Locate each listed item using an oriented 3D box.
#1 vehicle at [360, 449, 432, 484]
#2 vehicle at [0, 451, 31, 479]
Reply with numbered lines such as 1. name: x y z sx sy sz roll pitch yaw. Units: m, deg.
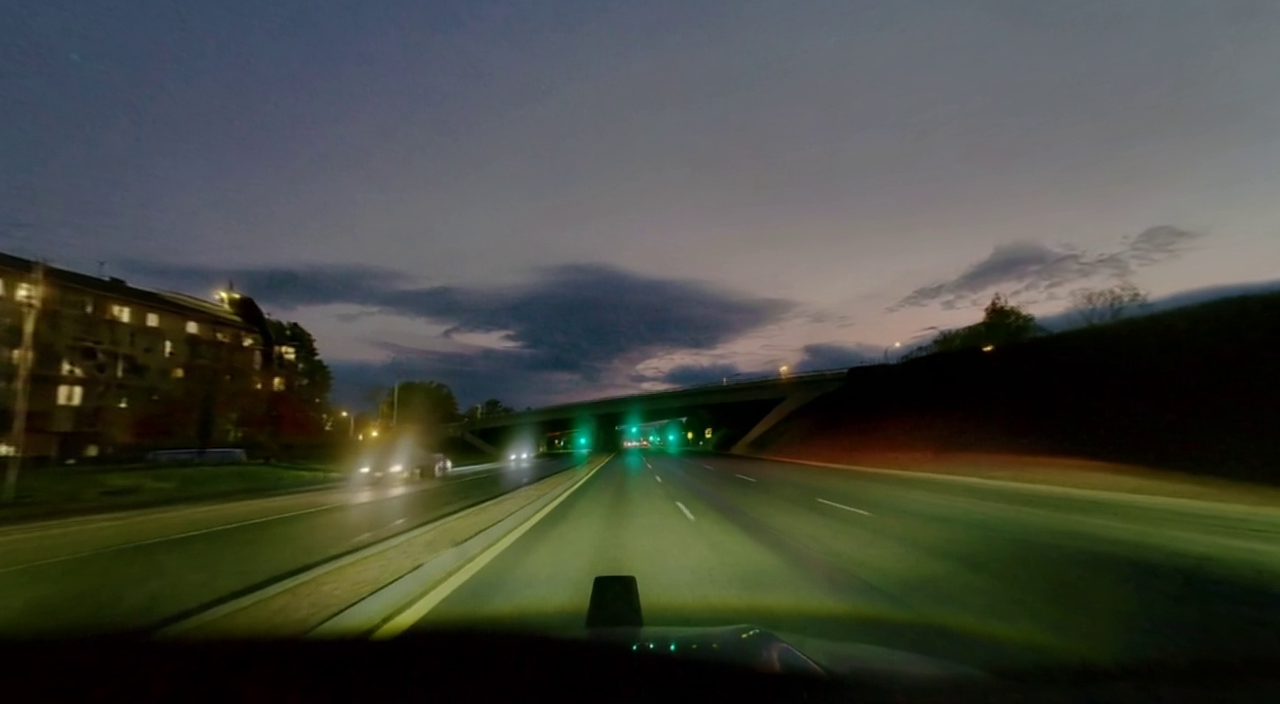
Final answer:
1. vehicle: -12.229 5.746 32.000 1.932 1.615 4.235 0 -9 0
2. vehicle: -49.939 8.843 49.541 4.715 2.043 2.247 -7 -11 38
